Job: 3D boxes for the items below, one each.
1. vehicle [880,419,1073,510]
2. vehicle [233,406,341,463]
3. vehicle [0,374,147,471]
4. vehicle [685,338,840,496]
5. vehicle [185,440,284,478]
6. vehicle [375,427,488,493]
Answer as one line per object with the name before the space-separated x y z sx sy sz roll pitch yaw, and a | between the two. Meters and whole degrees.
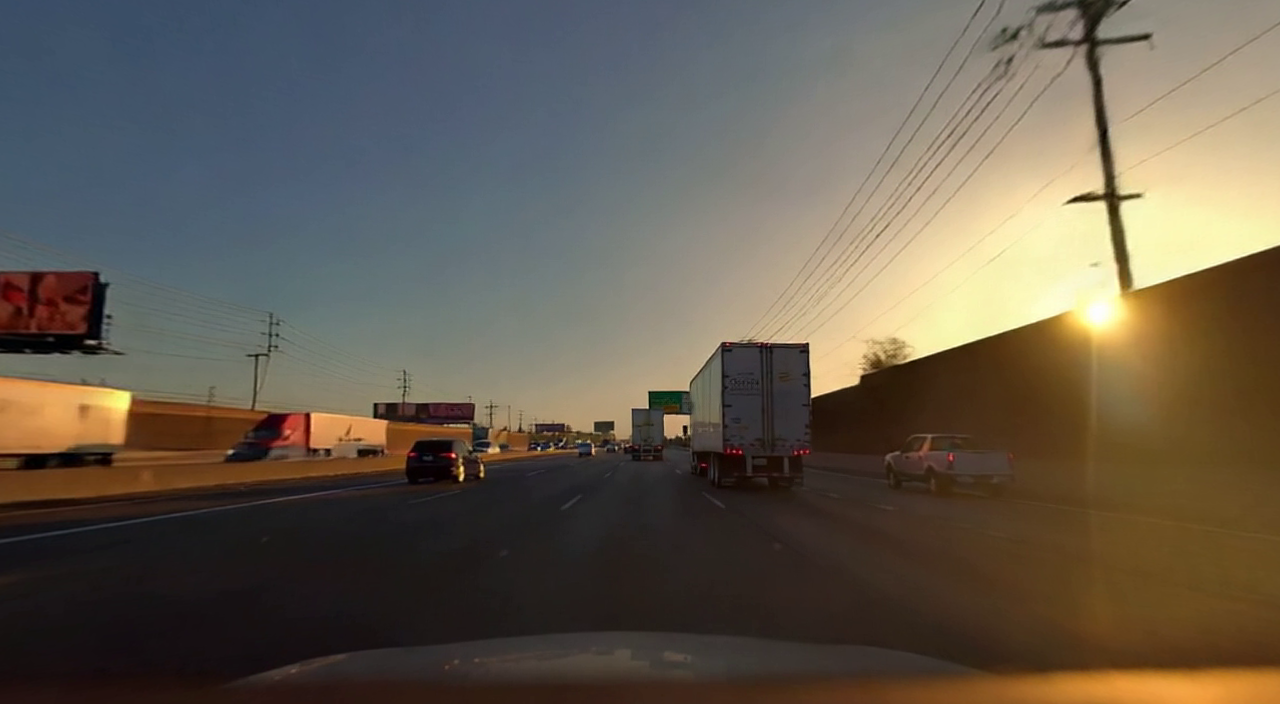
vehicle | 7.829 2.665 15.400 2.115 1.844 4.522 0 -9 -1
vehicle | -27.070 6.519 49.246 2.998 3.998 8.850 0 -9 2
vehicle | -28.285 2.857 25.786 2.860 4.013 16.437 0 -9 1
vehicle | 3.785 2.916 24.851 2.892 4.152 16.575 0 -9 0
vehicle | -16.346 4.315 25.717 1.574 1.415 3.508 0 -9 1
vehicle | -6.551 3.457 20.535 2.004 1.846 4.739 0 -9 0
